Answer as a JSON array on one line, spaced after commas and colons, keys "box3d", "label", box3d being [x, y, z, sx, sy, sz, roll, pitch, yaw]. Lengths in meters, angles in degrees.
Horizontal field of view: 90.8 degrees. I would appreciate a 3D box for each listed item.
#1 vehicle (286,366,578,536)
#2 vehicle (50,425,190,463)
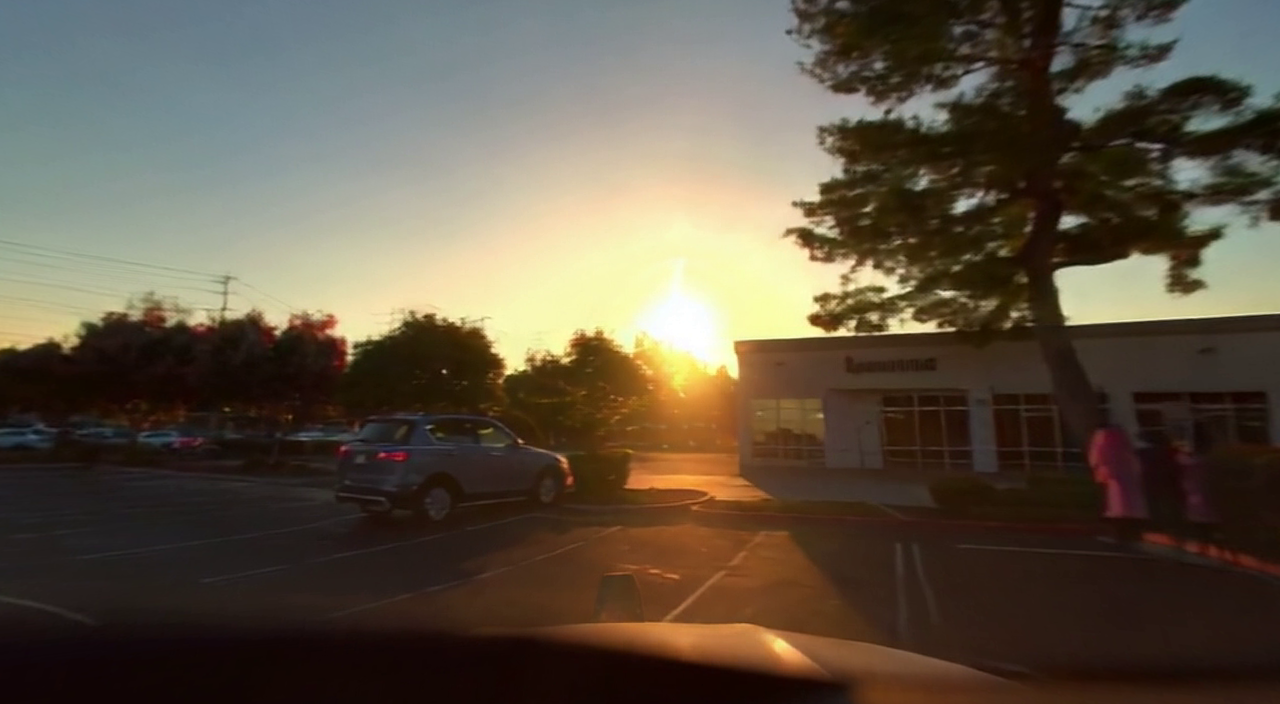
[{"box3d": [-3.199, 1.726, 11.310, 2.200, 2.257, 5.237, -3, -9, 18], "label": "vehicle"}, {"box3d": [-21.641, 3.867, 26.513, 1.760, 1.449, 4.106, -3, -9, 18], "label": "vehicle"}]
